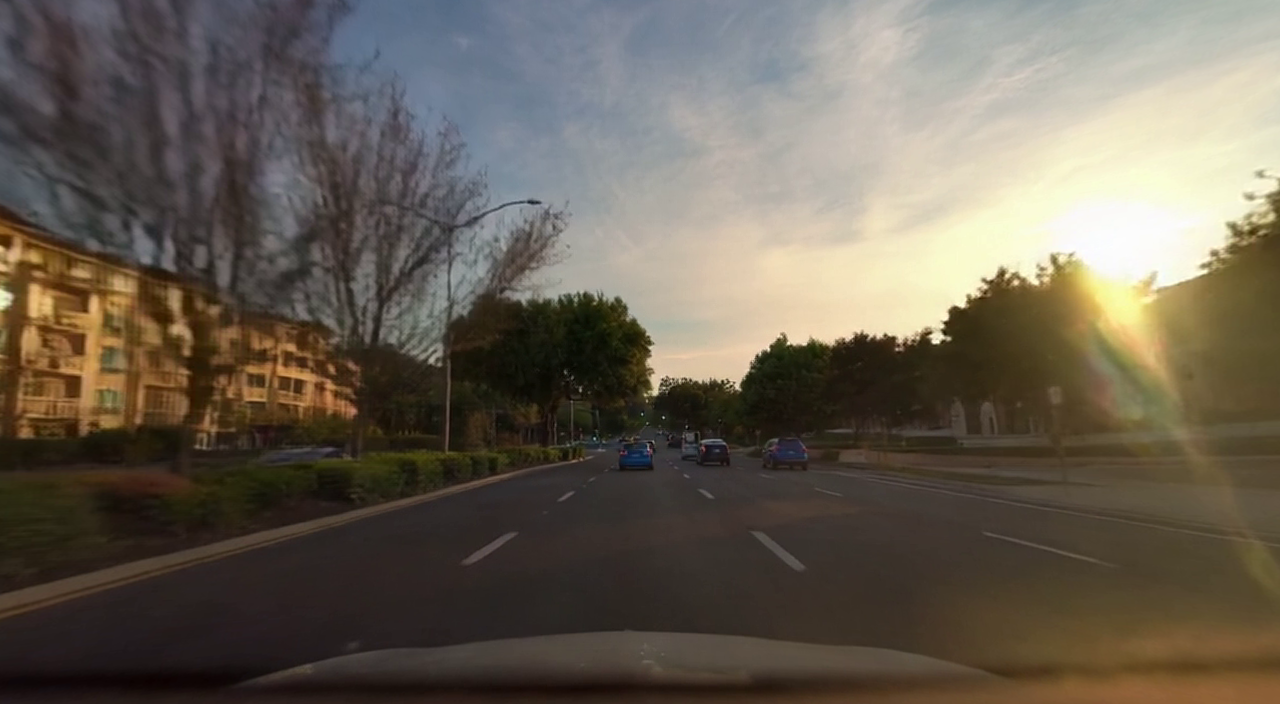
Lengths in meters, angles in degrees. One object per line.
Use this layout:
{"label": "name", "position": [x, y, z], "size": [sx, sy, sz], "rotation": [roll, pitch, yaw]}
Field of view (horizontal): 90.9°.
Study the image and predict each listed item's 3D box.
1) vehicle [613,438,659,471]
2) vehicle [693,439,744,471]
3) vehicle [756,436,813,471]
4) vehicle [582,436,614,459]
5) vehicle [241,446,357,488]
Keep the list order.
{"label": "vehicle", "position": [-0.156, 5.029, 31.078], "size": [2.102, 1.481, 3.907], "rotation": [0, -8, 1]}
{"label": "vehicle", "position": [3.941, 5.243, 32.330], "size": [2.067, 1.514, 4.188], "rotation": [0, -8, 0]}
{"label": "vehicle", "position": [7.595, 5.375, 33.503], "size": [1.972, 1.700, 4.269], "rotation": [0, -8, 0]}
{"label": "vehicle", "position": [-3.209, 7.368, 48.575], "size": [2.031, 1.705, 4.325], "rotation": [0, -8, 1]}
{"label": "vehicle", "position": [-13.561, 4.576, 25.477], "size": [1.990, 1.481, 4.677], "rotation": [0, -8, 1]}
